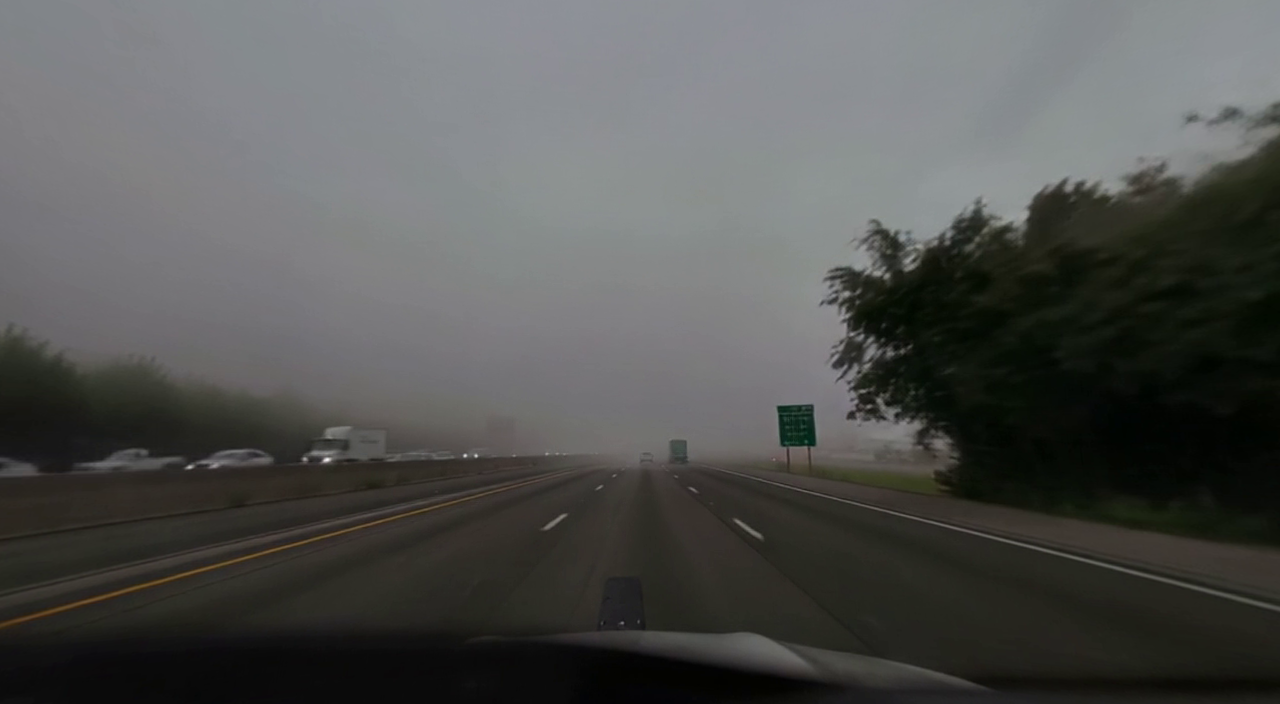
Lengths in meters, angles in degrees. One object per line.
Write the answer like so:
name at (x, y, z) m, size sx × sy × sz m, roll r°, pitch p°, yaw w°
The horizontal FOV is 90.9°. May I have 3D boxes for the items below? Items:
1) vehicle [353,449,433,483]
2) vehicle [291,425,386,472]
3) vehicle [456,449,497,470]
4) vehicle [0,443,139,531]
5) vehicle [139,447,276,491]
vehicle at (-11.573, 5.353, 29.860) m, size 1.960 × 1.425 × 4.465 m, roll 0°, pitch -9°, yaw 0°
vehicle at (-19.678, 6.394, 41.633) m, size 2.668 × 2.821 × 6.805 m, roll -1°, pitch -9°, yaw 2°
vehicle at (-11.828, 7.827, 45.834) m, size 1.814 × 1.438 × 3.897 m, roll -1°, pitch -9°, yaw 2°
vehicle at (-11.902, 2.424, 11.528) m, size 1.988 × 1.457 × 4.746 m, roll 1°, pitch -9°, yaw -7°
vehicle at (-15.865, 4.289, 23.452) m, size 1.890 × 1.461 × 4.518 m, roll 0°, pitch -9°, yaw 0°
